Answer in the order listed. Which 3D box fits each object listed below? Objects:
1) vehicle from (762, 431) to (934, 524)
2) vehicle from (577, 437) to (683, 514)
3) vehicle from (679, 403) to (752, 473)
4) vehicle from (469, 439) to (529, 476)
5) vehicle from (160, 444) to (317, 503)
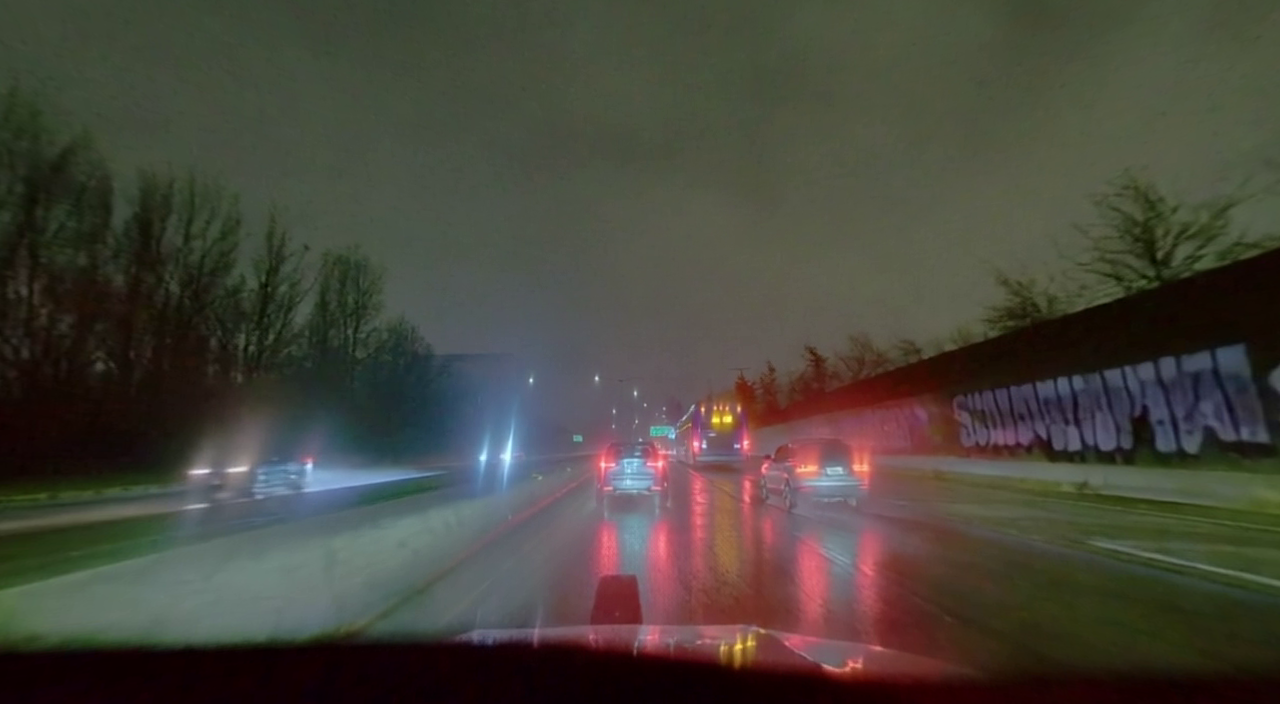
[{"bbox_3d":[3.841,2.393,12.410,1.995,1.507,3.915,0,-9,-1],"label":"vehicle"},{"bbox_3d":[-0.223,2.854,14.931,2.160,1.532,4.073,0,-9,0],"label":"vehicle"},{"bbox_3d":[4.151,5.263,37.587,3.055,3.479,12.521,-1,-9,1],"label":"vehicle"},{"bbox_3d":[-8.287,6.256,37.378,2.319,1.983,4.918,-1,-9,1],"label":"vehicle"},{"bbox_3d":[-12.812,3.885,20.442,2.090,1.680,4.456,-1,-9,1],"label":"vehicle"}]
